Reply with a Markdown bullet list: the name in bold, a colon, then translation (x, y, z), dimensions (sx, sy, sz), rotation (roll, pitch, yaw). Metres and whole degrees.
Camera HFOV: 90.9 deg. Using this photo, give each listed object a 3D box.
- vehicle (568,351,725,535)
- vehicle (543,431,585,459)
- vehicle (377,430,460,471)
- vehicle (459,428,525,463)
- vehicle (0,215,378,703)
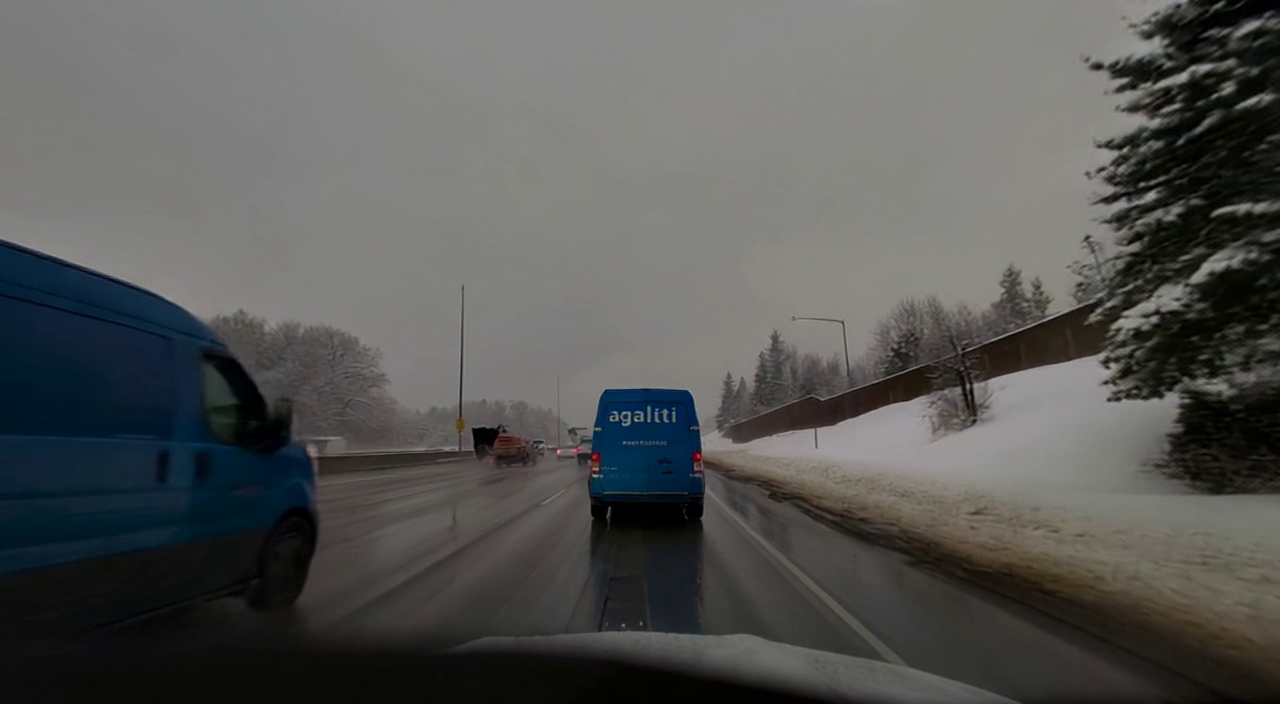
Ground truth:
- **vehicle**: translation (0.132, 1.810, 12.660), dimensions (2.316, 2.738, 6.398), rotation (0, -8, 1)
- **vehicle**: translation (-5.895, 7.314, 49.504), dimensions (2.302, 2.007, 5.490), rotation (-1, -8, 3)
- **vehicle**: translation (-10.620, 4.757, 30.661), dimensions (2.061, 1.846, 4.852), rotation (-1, -8, 3)
- **vehicle**: translation (-9.661, 6.195, 41.749), dimensions (2.566, 2.158, 5.957), rotation (-1, -8, 4)
- **vehicle**: translation (-3.693, 0.544, 2.103), dimensions (2.597, 2.163, 6.860), rotation (0, -8, 1)
